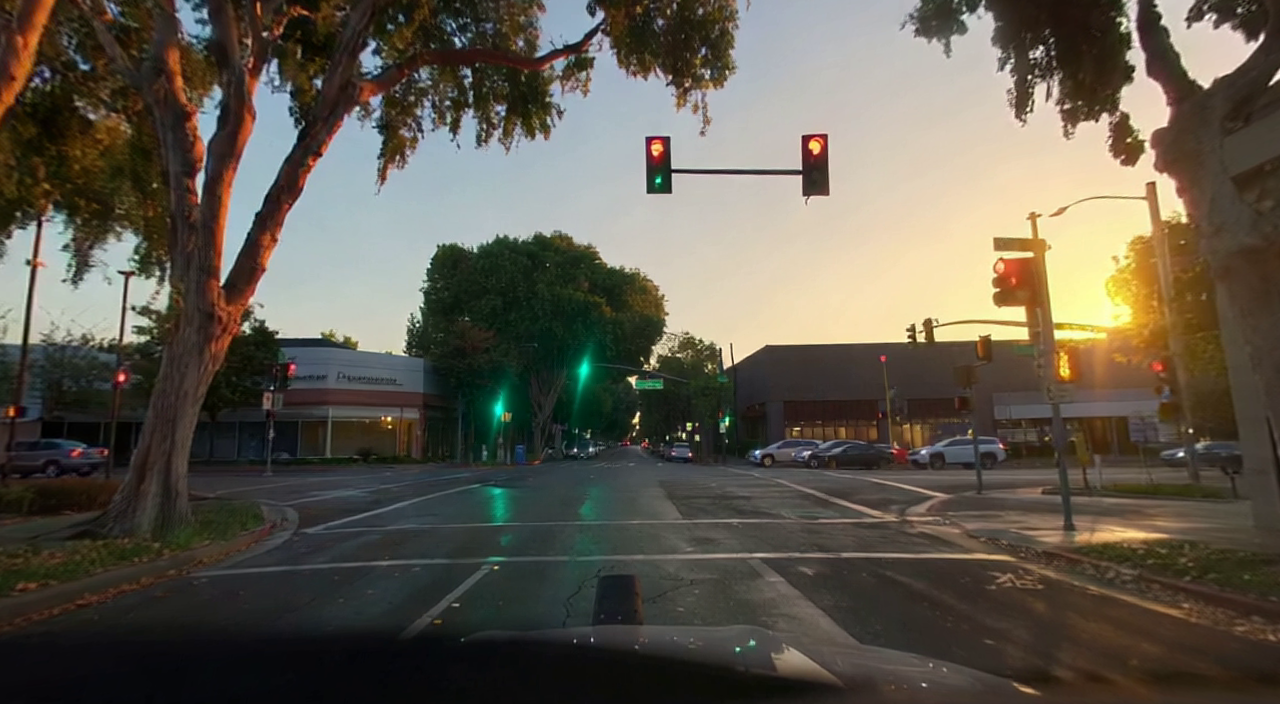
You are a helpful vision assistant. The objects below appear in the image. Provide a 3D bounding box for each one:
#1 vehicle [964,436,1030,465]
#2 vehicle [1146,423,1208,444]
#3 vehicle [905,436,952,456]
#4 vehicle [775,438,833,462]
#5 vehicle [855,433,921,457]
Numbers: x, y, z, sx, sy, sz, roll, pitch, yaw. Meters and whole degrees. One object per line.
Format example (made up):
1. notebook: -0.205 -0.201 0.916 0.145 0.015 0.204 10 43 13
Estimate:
1. vehicle: 21.019 5.774 37.077 1.851 1.388 3.475 0 -4 -1
2. vehicle: 40.931 6.244 47.850 1.682 1.422 3.422 -1 -10 0
3. vehicle: 21.827 7.135 47.498 1.923 1.463 3.758 -1 -9 3
4. vehicle: 11.090 6.608 42.248 1.955 1.508 4.295 -8 -12 42
5. vehicle: 16.933 6.325 42.693 4.522 1.546 1.941 6 -11 -34
